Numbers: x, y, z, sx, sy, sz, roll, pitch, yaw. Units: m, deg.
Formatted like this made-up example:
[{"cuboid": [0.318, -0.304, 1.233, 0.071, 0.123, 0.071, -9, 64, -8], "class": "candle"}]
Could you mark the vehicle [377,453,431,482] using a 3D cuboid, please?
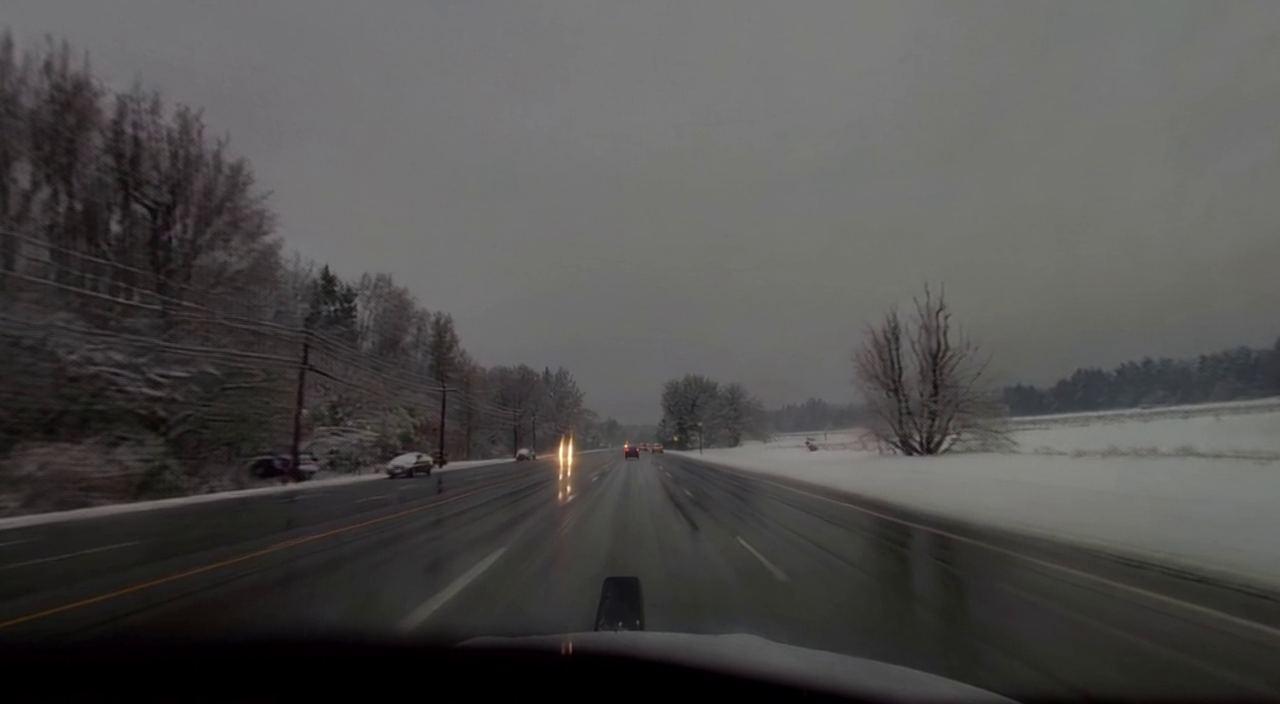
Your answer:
[{"cuboid": [-14.745, 7.169, 39.630, 1.896, 1.486, 4.285, -4, -8, -2], "class": "vehicle"}]

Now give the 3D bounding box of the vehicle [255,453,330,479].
[{"cuboid": [-21.509, 7.049, 39.365, 1.916, 1.482, 4.789, 0, -9, 1], "class": "vehicle"}]
